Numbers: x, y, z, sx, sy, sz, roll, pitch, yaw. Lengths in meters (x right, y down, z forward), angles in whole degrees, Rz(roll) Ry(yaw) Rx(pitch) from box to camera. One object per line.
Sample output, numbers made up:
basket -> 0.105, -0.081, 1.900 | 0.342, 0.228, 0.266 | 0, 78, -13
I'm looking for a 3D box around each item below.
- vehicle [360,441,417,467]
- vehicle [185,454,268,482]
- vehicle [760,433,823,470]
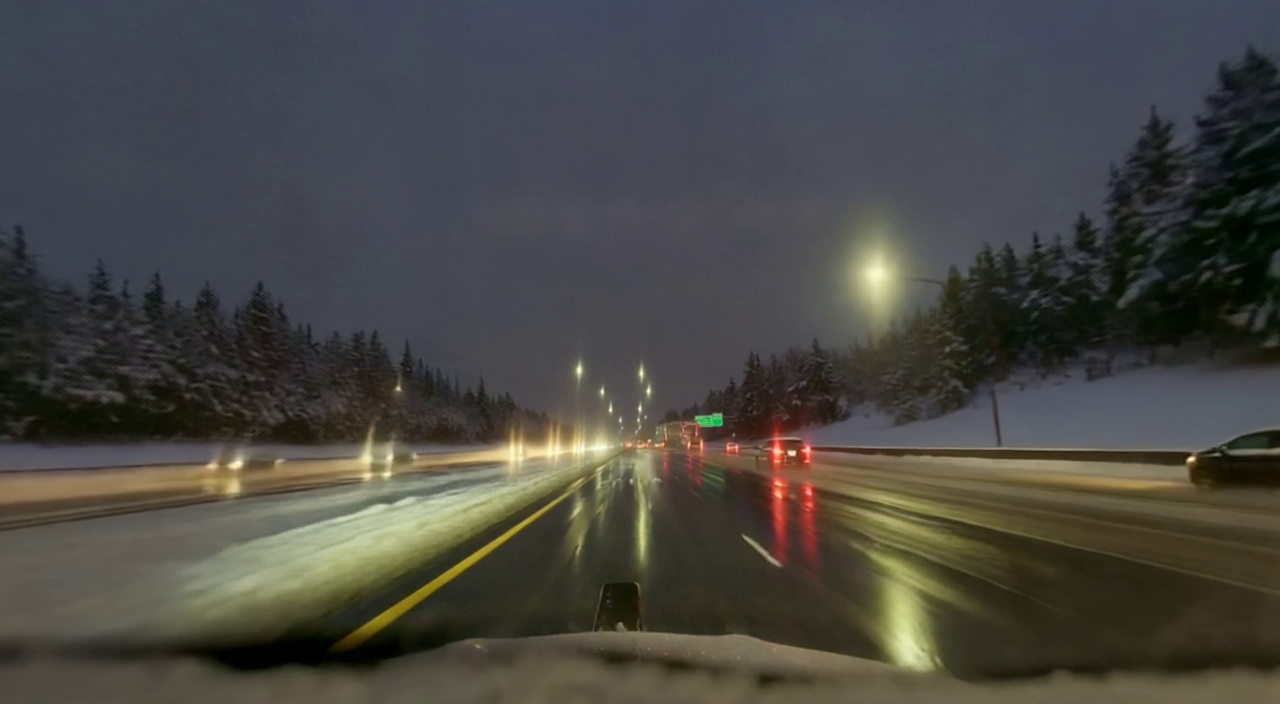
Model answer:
vehicle -> -17.187, 7.007, 43.431 | 1.996, 1.697, 4.653 | 0, -9, 0
vehicle -> -24.883, 6.965, 38.280 | 1.922, 1.525, 4.595 | 0, -8, 0
vehicle -> 7.998, 5.307, 33.880 | 2.098, 1.820, 4.505 | 1, -9, -2
